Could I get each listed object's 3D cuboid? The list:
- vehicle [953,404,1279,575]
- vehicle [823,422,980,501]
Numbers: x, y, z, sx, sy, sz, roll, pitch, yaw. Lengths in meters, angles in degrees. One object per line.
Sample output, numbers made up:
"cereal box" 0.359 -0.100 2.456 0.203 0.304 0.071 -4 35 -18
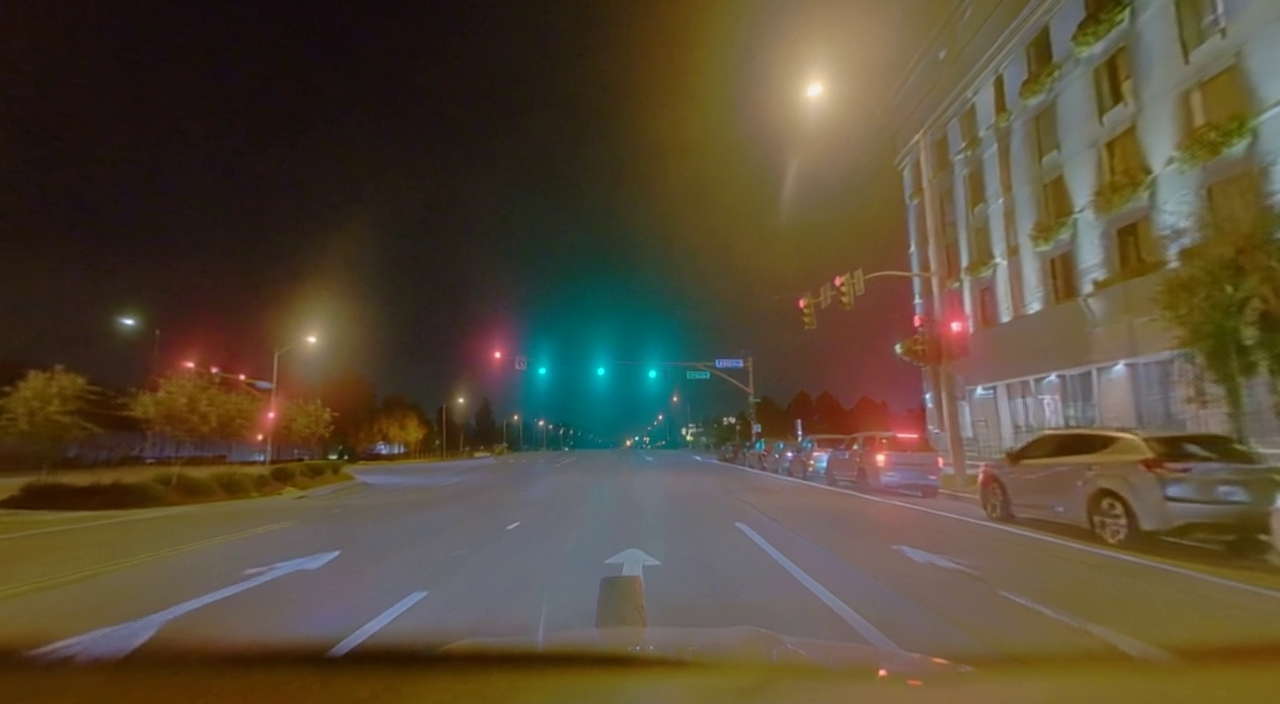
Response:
"vehicle" 6.501 1.713 8.588 1.973 1.674 4.635 0 -9 -1
"vehicle" 6.556 2.806 16.473 1.984 1.751 4.759 0 -9 -1
